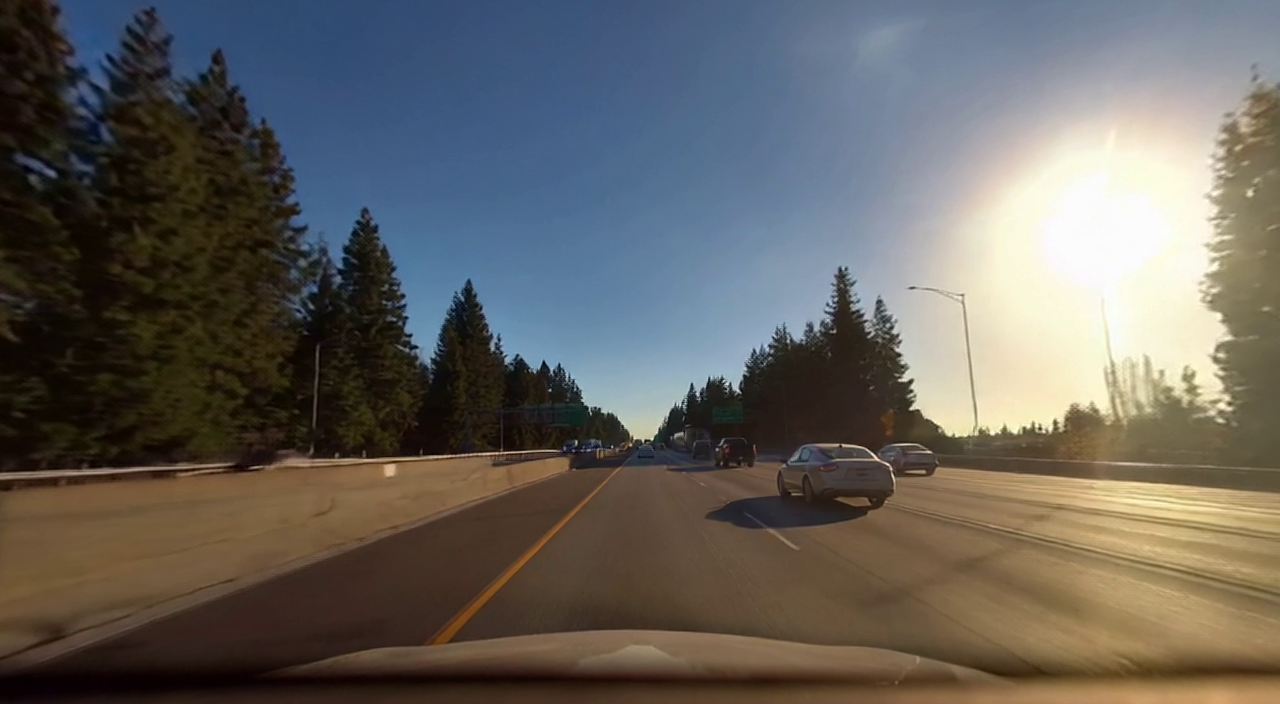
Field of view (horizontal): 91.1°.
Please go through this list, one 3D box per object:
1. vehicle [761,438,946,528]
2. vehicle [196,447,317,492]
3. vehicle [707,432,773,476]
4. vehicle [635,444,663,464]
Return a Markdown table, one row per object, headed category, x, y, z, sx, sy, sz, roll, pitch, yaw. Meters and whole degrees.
| category | x | y | z | sx | sy | sz | roll | pitch | yaw |
| --- | --- | --- | --- | --- | --- | --- | --- | --- | --- |
| vehicle | 3.969 | 2.499 | 12.723 | 1.904 | 1.453 | 4.789 | 0 | -8 | -2 |
| vehicle | -15.213 | 4.639 | 25.244 | 2.012 | 1.624 | 4.428 | 0 | -8 | 1 |
| vehicle | 4.691 | 4.888 | 30.350 | 2.206 | 1.902 | 5.460 | 0 | -8 | -1 |
| vehicle | 0.639 | 7.832 | 48.471 | 2.052 | 1.472 | 4.295 | 0 | -8 | 0 |
